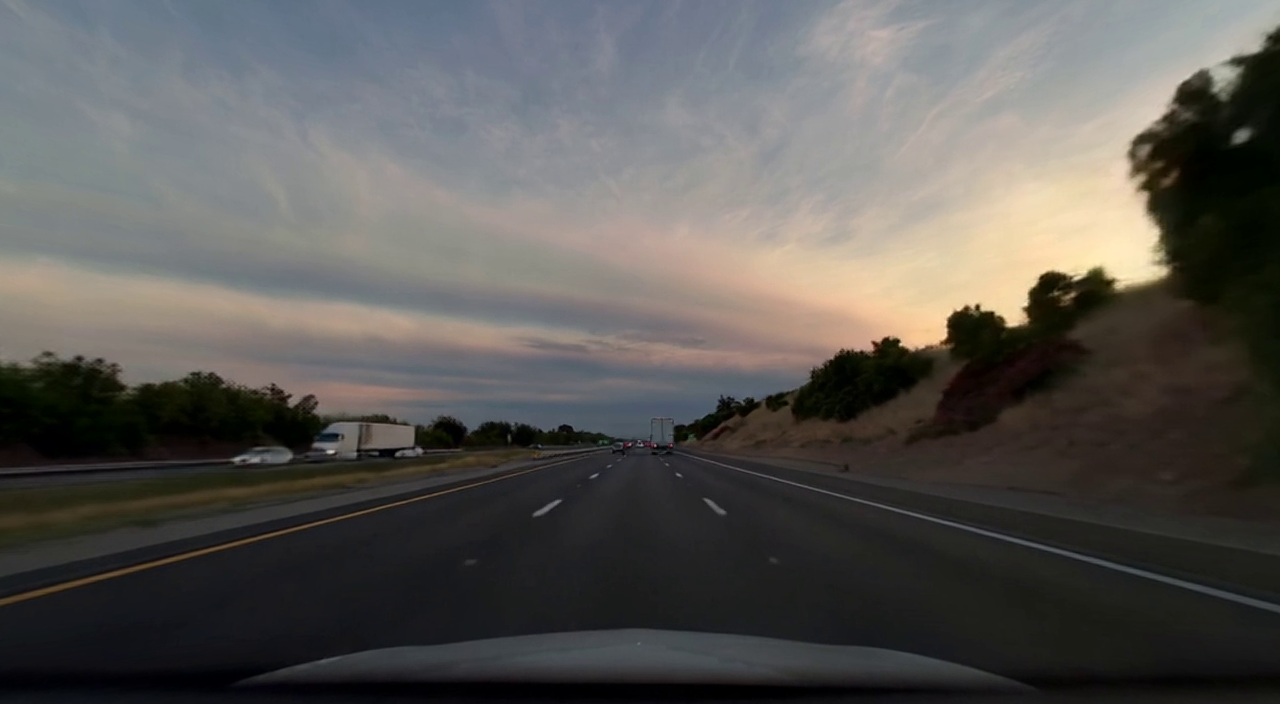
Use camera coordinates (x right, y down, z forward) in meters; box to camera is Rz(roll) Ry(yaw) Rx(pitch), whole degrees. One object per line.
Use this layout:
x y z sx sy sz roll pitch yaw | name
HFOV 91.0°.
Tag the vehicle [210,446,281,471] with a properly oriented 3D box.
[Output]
-29.182 7.857 46.788 2.015 1.746 4.942 0 -8 2 | vehicle
